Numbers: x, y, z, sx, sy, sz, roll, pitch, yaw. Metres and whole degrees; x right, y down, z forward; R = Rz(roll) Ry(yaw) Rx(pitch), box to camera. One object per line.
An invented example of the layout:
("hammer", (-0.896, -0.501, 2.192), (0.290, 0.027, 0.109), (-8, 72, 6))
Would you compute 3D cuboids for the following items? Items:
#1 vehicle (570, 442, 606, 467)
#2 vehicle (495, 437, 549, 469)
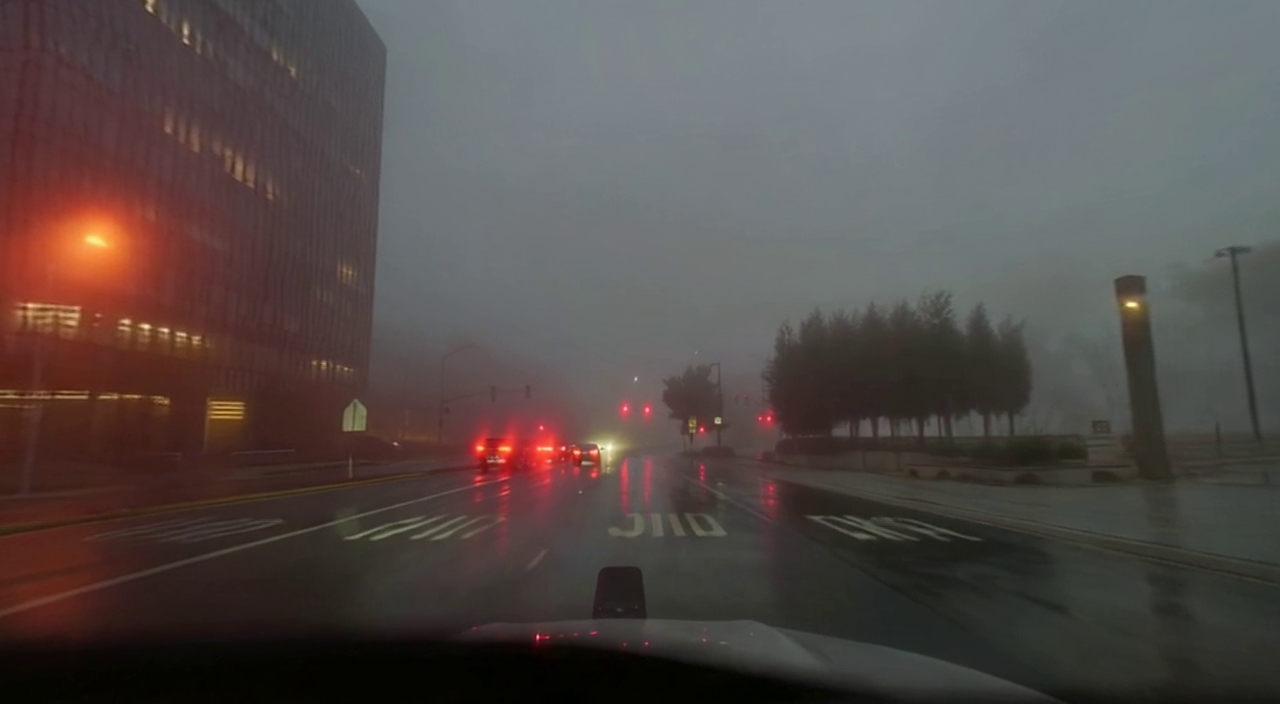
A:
("vehicle", (-3.780, 7.559, 46.560), (2.181, 1.706, 4.334), (0, -9, 1))
("vehicle", (-7.163, 6.217, 38.824), (2.204, 1.844, 4.766), (0, -9, 2))
